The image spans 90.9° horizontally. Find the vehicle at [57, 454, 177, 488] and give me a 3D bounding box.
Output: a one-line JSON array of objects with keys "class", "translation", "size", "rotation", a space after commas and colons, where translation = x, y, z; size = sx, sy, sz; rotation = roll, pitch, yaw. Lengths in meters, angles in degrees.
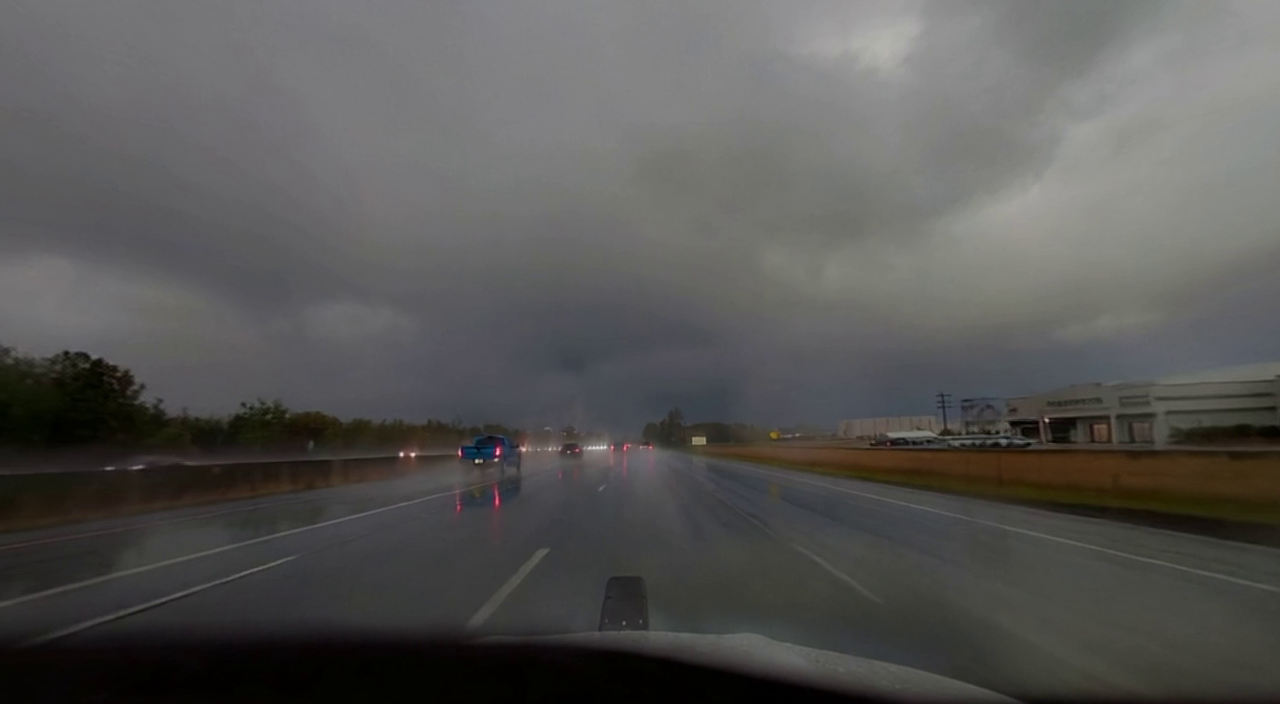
[{"class": "vehicle", "translation": [-25.782, 5.843, 31.350], "size": [1.881, 1.503, 4.705], "rotation": [0, -8, 1]}]

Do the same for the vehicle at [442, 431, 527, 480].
[{"class": "vehicle", "translation": [-6.716, 4.553, 28.072], "size": [2.156, 1.911, 5.956], "rotation": [0, -8, 1]}]
